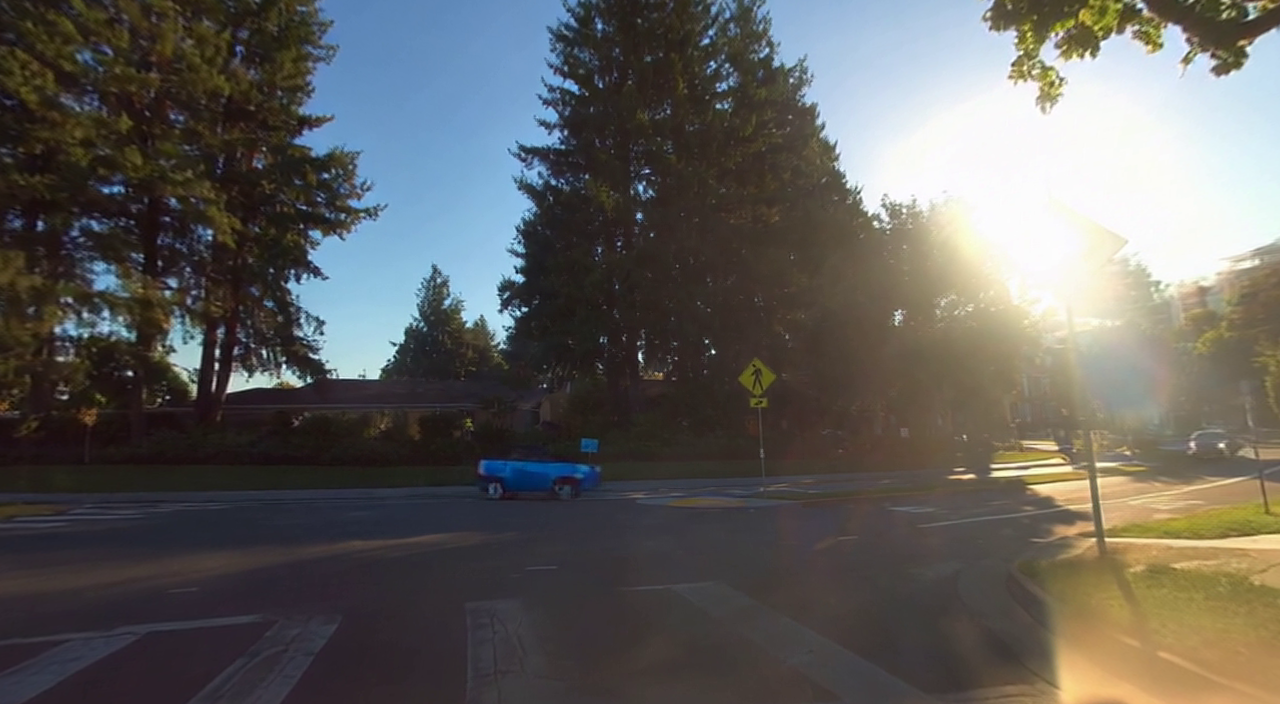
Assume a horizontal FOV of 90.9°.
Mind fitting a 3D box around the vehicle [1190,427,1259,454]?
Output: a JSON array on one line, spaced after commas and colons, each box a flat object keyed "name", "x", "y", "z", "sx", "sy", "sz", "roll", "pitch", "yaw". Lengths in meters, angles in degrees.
[{"name": "vehicle", "x": 34.714, "y": 5.280, "z": 37.387, "sx": 4.473, "sy": 1.474, "sz": 2.108, "roll": 7, "pitch": -11, "yaw": -37}]
